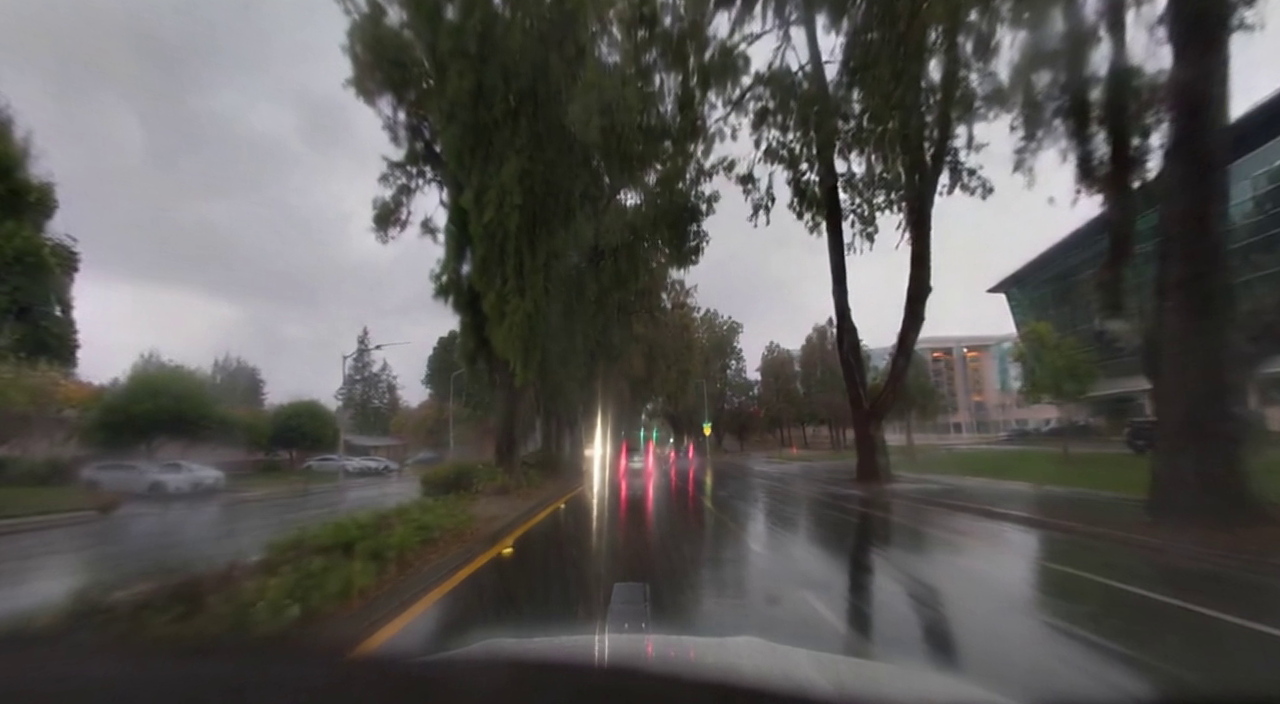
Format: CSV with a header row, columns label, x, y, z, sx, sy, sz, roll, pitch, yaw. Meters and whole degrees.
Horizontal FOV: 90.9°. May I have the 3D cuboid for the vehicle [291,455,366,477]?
label,x,y,z,sx,sy,sz,roll,pitch,yaw
vehicle,-22.084,8.096,44.862,4.243,1.478,2.035,1,-9,-5

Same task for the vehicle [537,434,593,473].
label,x,y,z,sx,sy,sz,roll,pitch,yaw
vehicle,-3.984,5.522,34.394,2.301,1.946,5.199,0,-9,1

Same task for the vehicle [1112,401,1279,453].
label,x,y,z,sx,sy,sz,roll,pitch,yaw
vehicle,20.739,2.791,23.344,4.632,1.582,2.071,-4,-8,4

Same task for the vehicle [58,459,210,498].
label,x,y,z,sx,sy,sz,roll,pitch,yaw
vehicle,-21.177,5.294,26.561,4.568,1.497,1.902,1,-9,-7

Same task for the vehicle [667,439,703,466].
label,x,y,z,sx,sy,sz,roll,pitch,yaw
vehicle,3.176,7.201,45.284,2.189,1.766,4.495,0,-9,0

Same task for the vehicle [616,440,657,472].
label,x,y,z,sx,sy,sz,roll,pitch,yaw
vehicle,-0.178,5.584,33.978,2.109,1.612,3.963,0,-9,0
